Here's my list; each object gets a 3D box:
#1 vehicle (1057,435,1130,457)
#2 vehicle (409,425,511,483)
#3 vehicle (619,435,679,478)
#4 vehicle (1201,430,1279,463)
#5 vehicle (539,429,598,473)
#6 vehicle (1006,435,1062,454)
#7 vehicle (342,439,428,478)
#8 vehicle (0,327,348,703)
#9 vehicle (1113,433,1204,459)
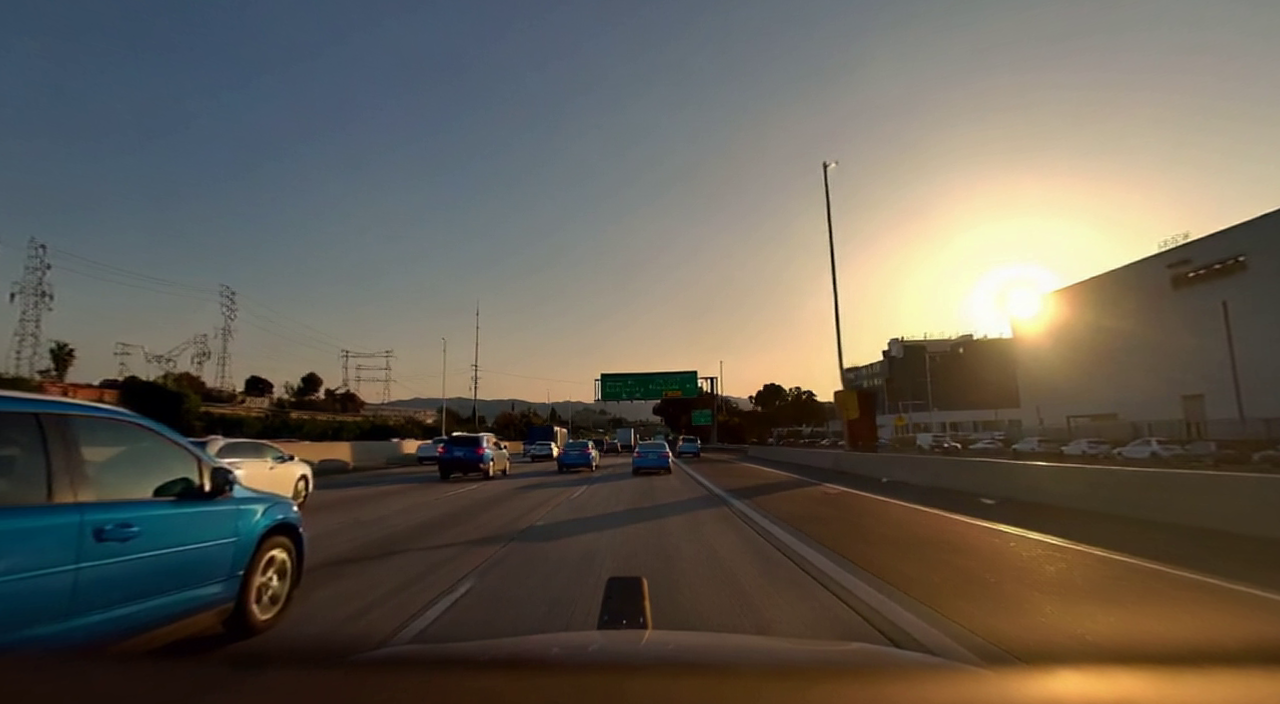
[{"bbox_3d":[30.532,6.360,42.654,1.598,1.384,4.580,0,-8,1],"label":"vehicle"},{"bbox_3d":[-6.210,3.588,22.446,2.125,1.804,4.864,0,-8,1],"label":"vehicle"},{"bbox_3d":[0.348,3.933,24.036,2.090,1.474,3.970,0,-8,1],"label":"vehicle"},{"bbox_3d":[30.396,4.612,30.834,1.838,1.491,4.554,0,-8,2],"label":"vehicle"},{"bbox_3d":[-2.996,4.275,27.408,2.007,1.730,4.412,0,-8,0],"label":"vehicle"},{"bbox_3d":[30.542,7.190,49.023,1.656,1.442,4.167,0,-8,1],"label":"vehicle"},{"bbox_3d":[-9.934,4.152,24.911,1.774,1.408,3.917,0,-8,0],"label":"vehicle"},{"bbox_3d":[-3.222,0.810,2.510,1.961,1.687,4.453,0,-8,0],"label":"vehicle"},{"bbox_3d":[30.438,5.529,37.172,1.722,1.461,4.302,0,-8,1],"label":"vehicle"}]
